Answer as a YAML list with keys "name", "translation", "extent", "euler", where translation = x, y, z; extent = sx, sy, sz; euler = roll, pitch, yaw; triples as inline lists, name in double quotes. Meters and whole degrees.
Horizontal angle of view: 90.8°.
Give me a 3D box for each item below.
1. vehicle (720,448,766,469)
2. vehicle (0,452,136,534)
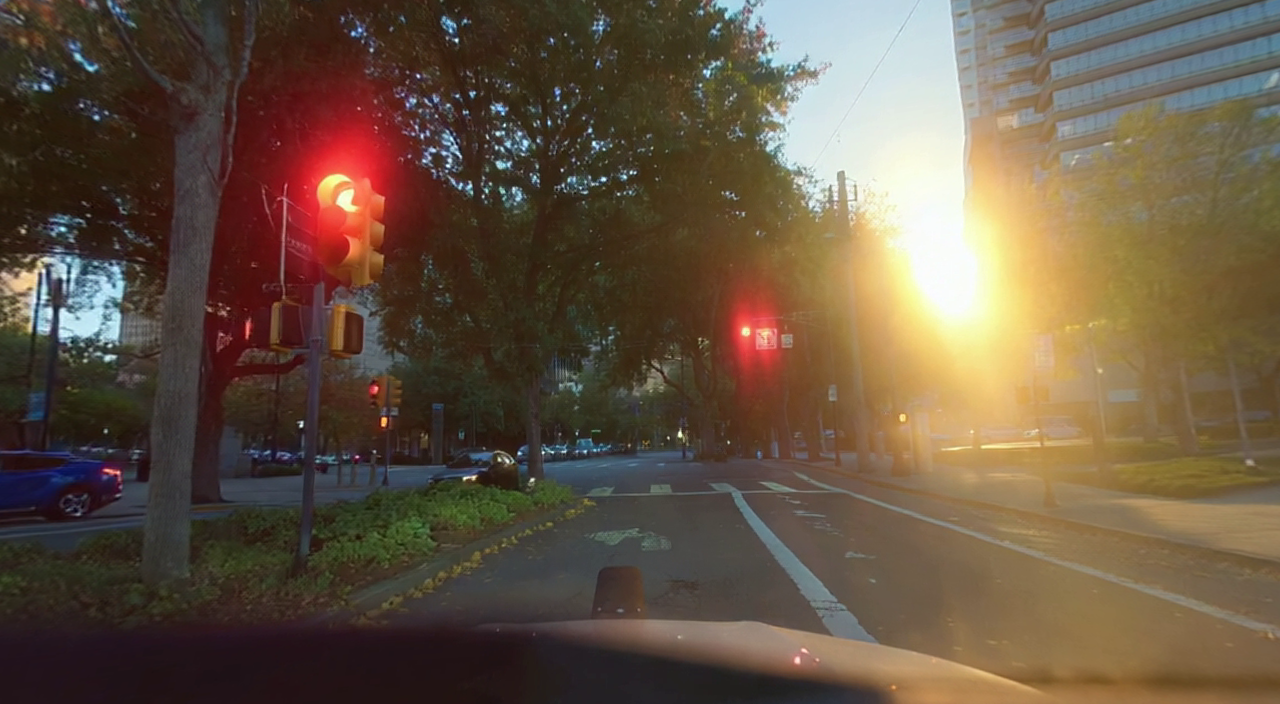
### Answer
- name: "vehicle"
  translation: [7.858, 8.123, 48.418]
  extent: [1.829, 1.440, 4.384]
  euler: [2, -9, -14]
- name: "vehicle"
  translation: [-12.858, 2.715, 12.273]
  extent: [4.598, 1.490, 1.816]
  euler: [7, -11, -40]
